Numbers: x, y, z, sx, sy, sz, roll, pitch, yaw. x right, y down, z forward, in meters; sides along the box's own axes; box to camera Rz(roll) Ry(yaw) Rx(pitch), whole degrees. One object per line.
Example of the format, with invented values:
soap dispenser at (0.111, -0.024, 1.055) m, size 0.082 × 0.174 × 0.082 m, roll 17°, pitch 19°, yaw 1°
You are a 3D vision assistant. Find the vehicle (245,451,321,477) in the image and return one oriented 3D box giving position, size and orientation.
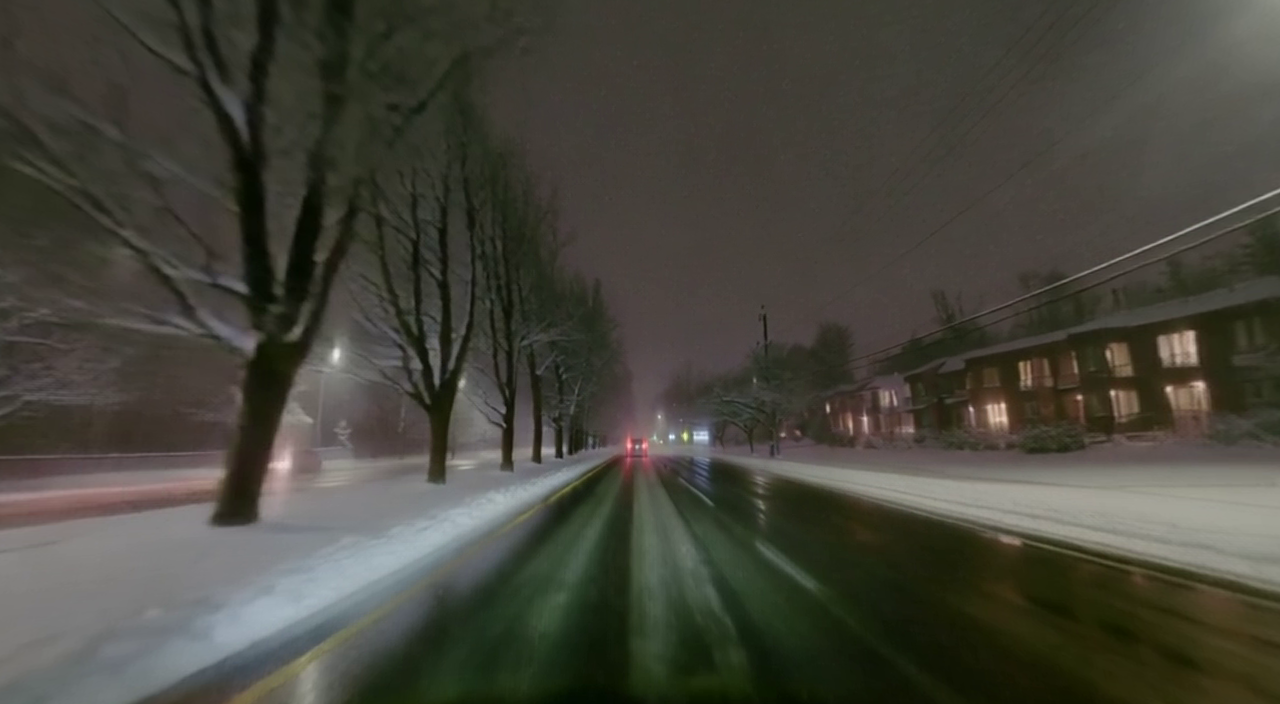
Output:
vehicle at (-21.749, 6.809, 38.711) m, size 1.968 × 1.467 × 4.567 m, roll 0°, pitch -8°, yaw 1°
